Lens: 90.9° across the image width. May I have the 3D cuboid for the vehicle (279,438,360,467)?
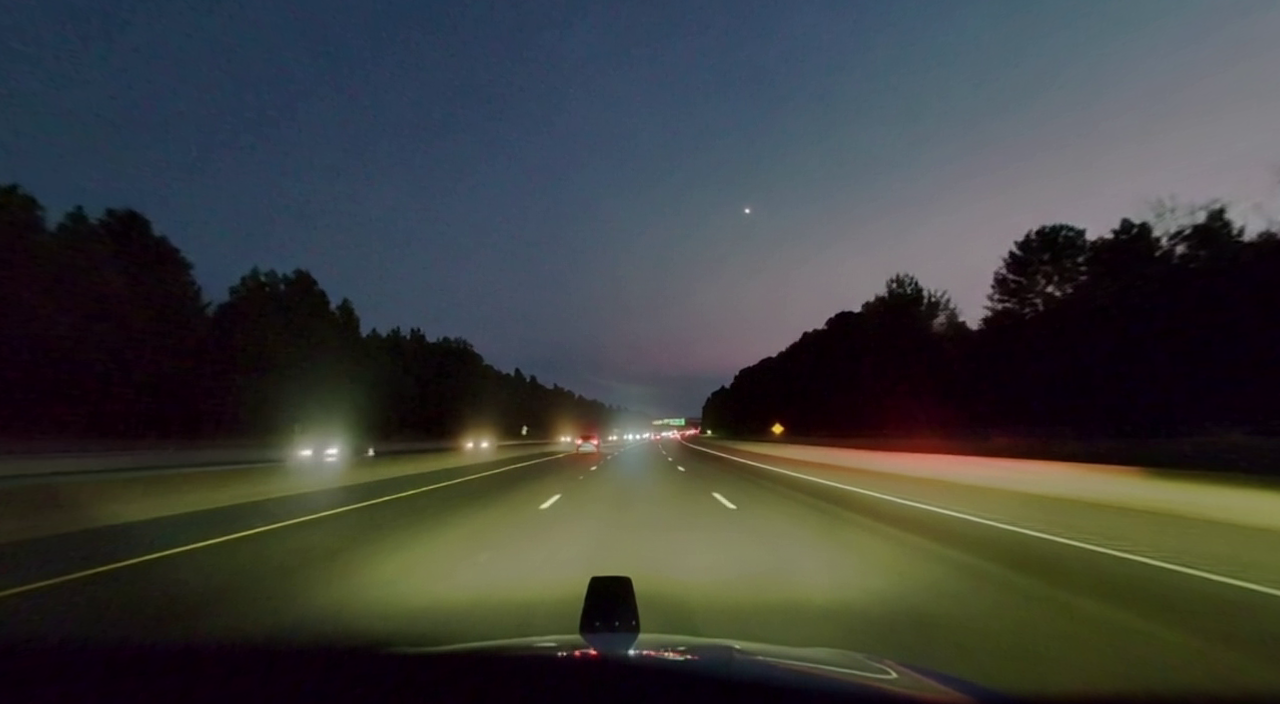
[{"bbox_3d":[-17.498,5.490,34.744,1.987,1.494,4.765,0,-8,-1],"label":"vehicle"}]

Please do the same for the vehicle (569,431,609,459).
[{"bbox_3d":[-3.079,5.708,38.797,2.084,1.654,4.080,0,-8,0],"label":"vehicle"}]
